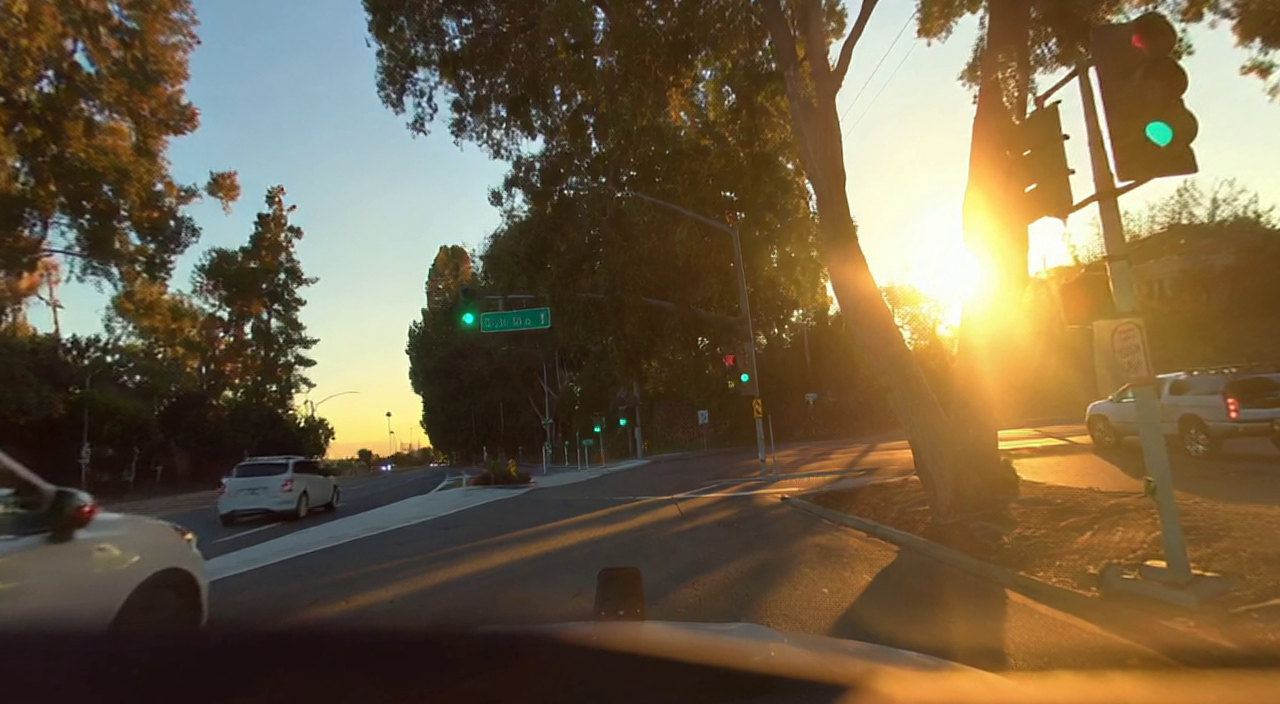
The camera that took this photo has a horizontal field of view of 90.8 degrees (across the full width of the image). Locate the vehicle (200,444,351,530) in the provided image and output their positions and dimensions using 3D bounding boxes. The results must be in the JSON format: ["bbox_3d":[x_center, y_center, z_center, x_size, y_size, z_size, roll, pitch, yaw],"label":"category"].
[{"bbox_3d":[-9.066,3.315,16.197,2.062,1.740,4.198,-2,-8,-11],"label":"vehicle"}]

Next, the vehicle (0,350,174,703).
[{"bbox_3d":[-3.289,0.638,0.776,2.134,1.707,4.471,0,-8,-3],"label":"vehicle"}]

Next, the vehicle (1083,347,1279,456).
[{"bbox_3d":[10.663,1.062,11.784,1.855,1.669,4.529,-1,-9,6],"label":"vehicle"}]
